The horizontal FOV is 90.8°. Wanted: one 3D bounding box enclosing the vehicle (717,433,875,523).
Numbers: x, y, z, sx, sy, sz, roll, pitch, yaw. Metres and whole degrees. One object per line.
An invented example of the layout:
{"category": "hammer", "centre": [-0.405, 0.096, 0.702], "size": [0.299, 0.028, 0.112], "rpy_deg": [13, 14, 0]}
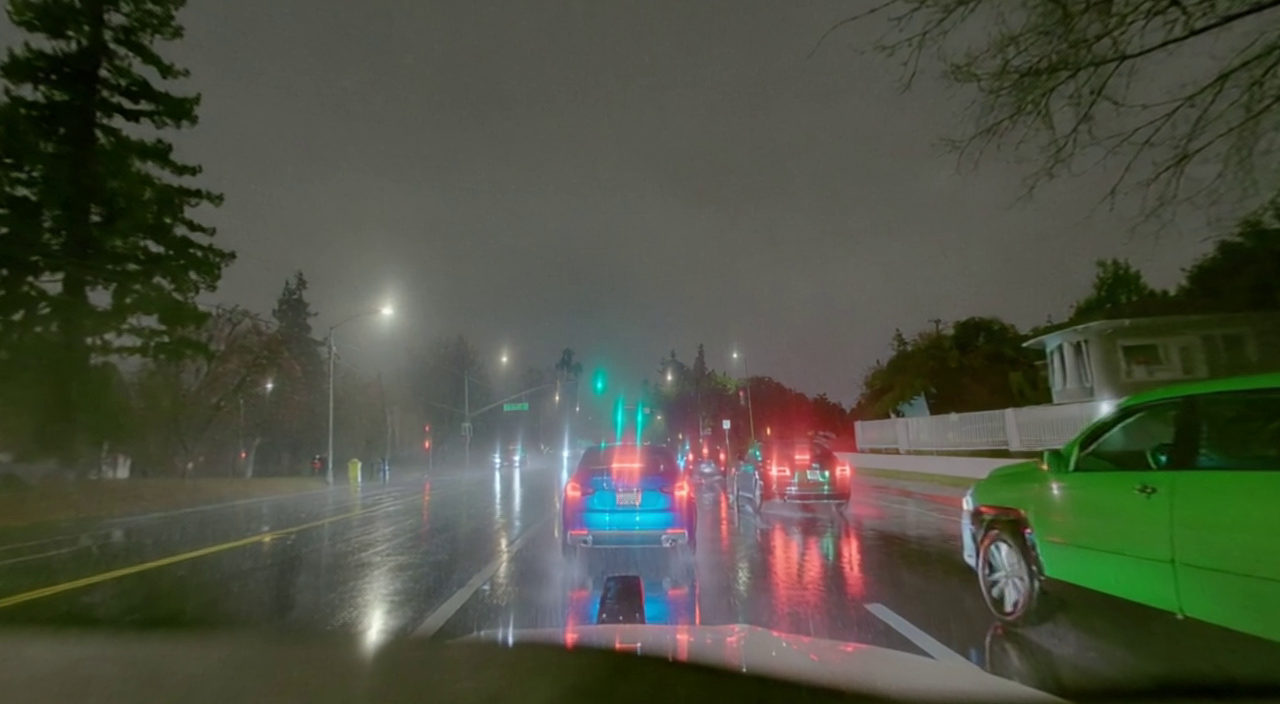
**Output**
{"category": "vehicle", "centre": [2.938, 2.482, 13.057], "size": [1.971, 1.517, 4.521], "rpy_deg": [0, -8, -2]}

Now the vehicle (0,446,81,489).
{"category": "vehicle", "centre": [-22.537, 4.045, 22.241], "size": [4.092, 1.438, 1.639], "rpy_deg": [-1, -8, 0]}

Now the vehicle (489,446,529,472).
{"category": "vehicle", "centre": [-9.439, 7.718, 45.779], "size": [1.996, 1.680, 4.203], "rpy_deg": [-3, -8, -2]}

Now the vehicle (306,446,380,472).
{"category": "vehicle", "centre": [-19.886, 7.156, 42.410], "size": [3.957, 1.630, 1.881], "rpy_deg": [0, -8, 0]}

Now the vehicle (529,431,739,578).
{"category": "vehicle", "centre": [-0.108, 1.898, 8.727], "size": [2.186, 1.500, 4.141], "rpy_deg": [0, -8, -1]}

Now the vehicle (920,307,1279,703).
{"category": "vehicle", "centre": [3.361, 0.823, 3.012], "size": [2.006, 1.766, 4.345], "rpy_deg": [0, -8, 0]}
